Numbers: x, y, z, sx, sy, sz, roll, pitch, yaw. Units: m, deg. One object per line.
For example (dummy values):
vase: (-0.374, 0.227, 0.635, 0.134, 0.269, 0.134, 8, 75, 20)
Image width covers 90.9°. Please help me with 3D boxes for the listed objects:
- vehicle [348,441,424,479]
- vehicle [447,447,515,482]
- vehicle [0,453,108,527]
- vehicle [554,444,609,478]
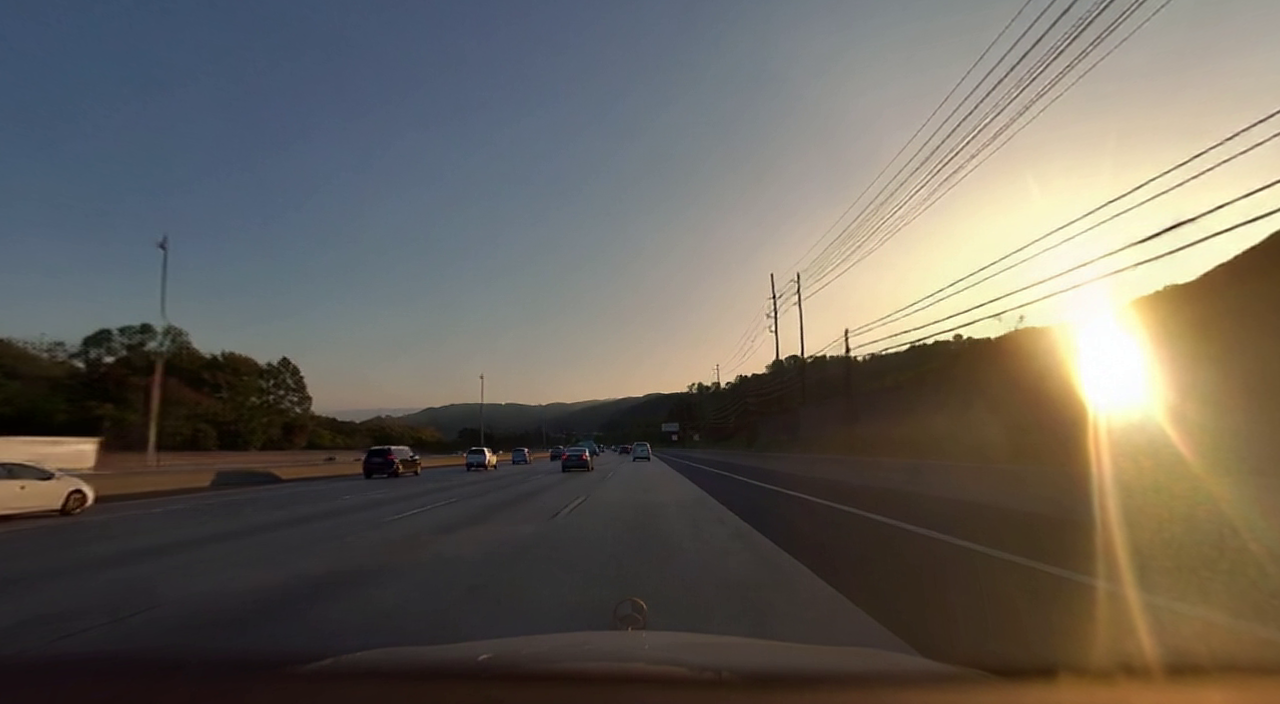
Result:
vehicle: (-14.336, 6.113, 35.954, 2.172, 1.946, 5.017, 0, -9, 1)
vehicle: (-7.088, 5.045, 28.594, 1.899, 1.472, 4.202, 0, -9, 1)
vehicle: (-14.107, 2.865, 13.064, 1.885, 1.474, 4.849, 0, -9, 1)
vehicle: (-2.631, 5.064, 29.450, 2.064, 1.446, 4.409, 0, -9, 1)
